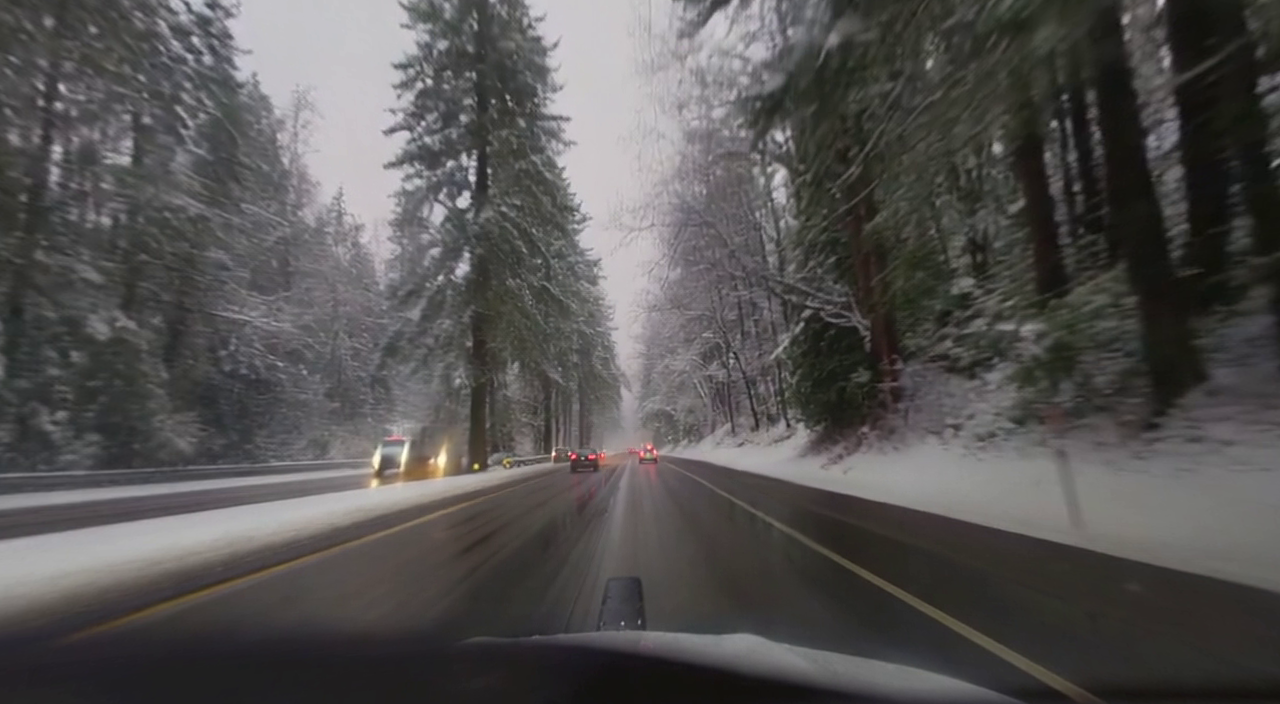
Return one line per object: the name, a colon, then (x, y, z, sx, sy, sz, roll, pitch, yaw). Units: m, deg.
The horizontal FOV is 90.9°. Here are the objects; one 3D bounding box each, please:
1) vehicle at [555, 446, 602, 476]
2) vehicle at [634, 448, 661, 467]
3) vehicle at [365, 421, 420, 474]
vehicle: (-3.178, 5.780, 33.606, 2.112, 1.498, 4.117, 0, -9, 0)
vehicle: (0.524, 8.221, 49.017, 1.989, 1.402, 3.831, 0, -9, -1)
vehicle: (-19.023, 7.350, 48.591, 2.908, 3.879, 2.998, 0, -9, 0)
